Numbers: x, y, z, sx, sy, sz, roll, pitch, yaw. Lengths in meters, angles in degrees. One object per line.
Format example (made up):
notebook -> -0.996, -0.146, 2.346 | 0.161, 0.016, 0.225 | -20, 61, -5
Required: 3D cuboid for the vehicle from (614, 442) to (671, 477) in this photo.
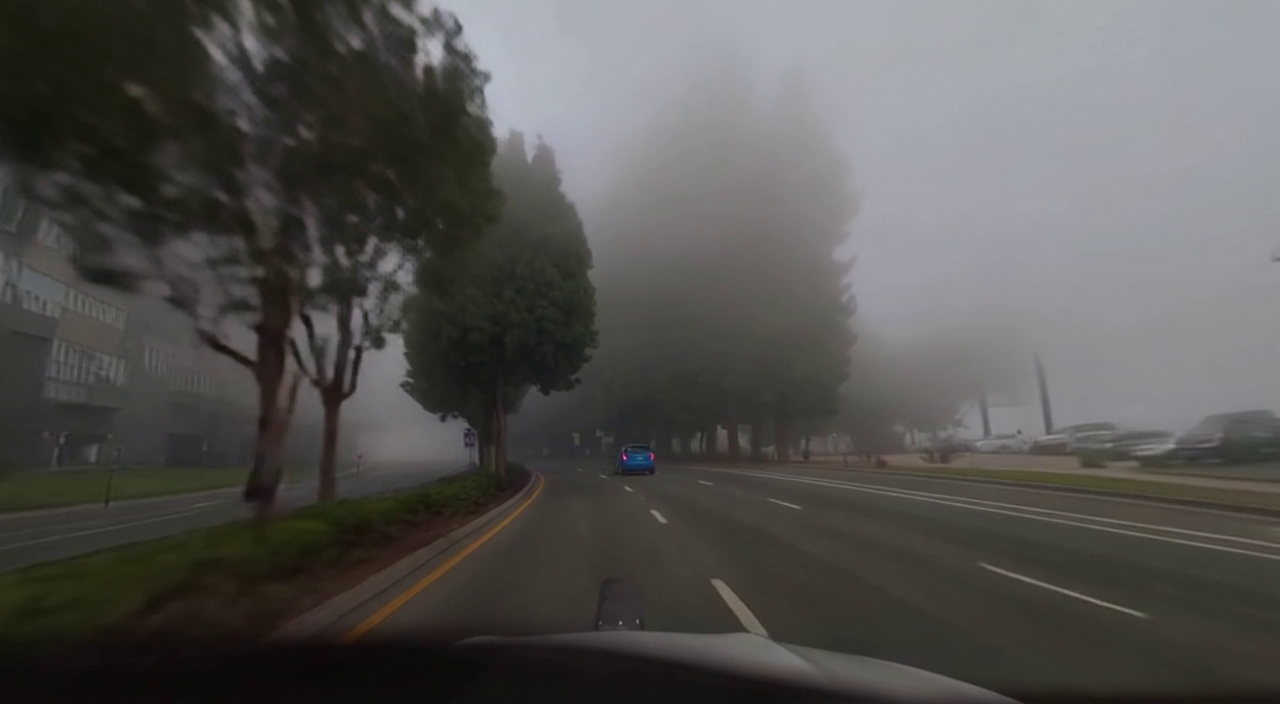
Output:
vehicle -> 0.023, 5.460, 32.441 | 2.165, 1.633, 4.381 | 1, -9, -10
